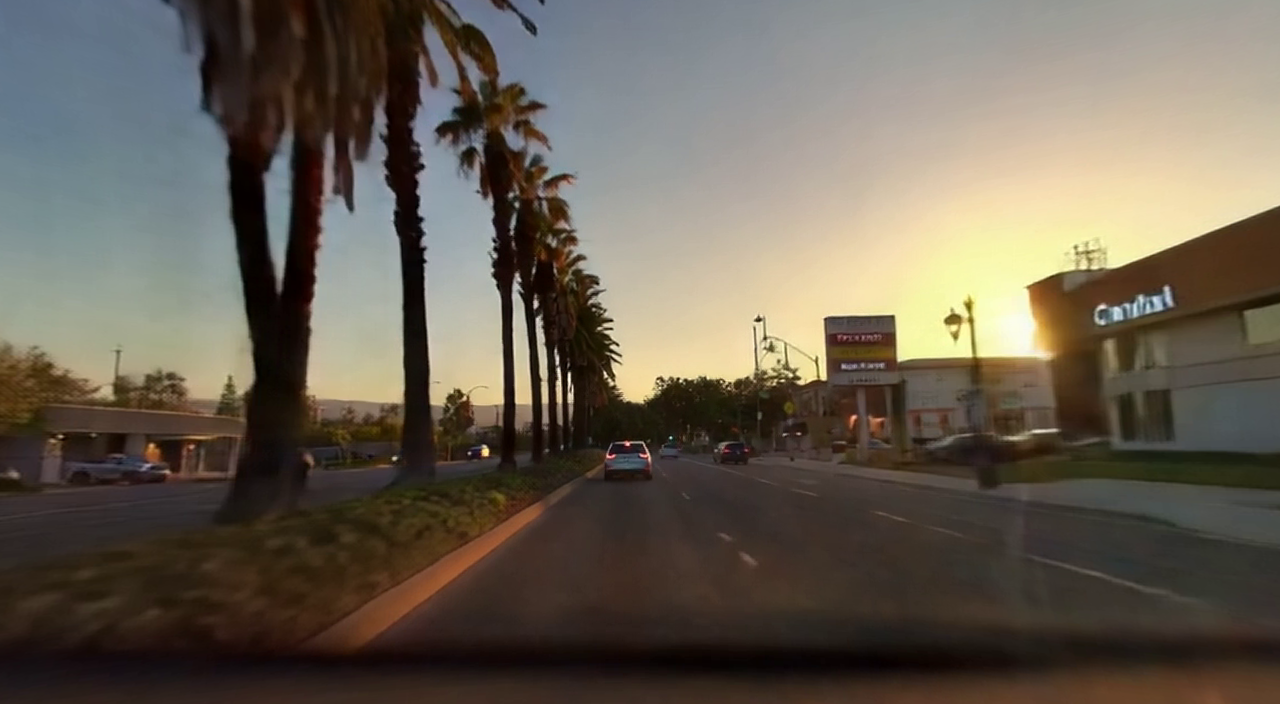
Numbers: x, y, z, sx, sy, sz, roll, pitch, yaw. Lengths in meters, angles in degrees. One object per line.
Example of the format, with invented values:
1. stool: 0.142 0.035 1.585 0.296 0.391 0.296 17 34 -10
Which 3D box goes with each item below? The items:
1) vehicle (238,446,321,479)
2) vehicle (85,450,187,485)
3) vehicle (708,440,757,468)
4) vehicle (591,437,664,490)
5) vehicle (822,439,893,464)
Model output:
1. vehicle: -19.302 5.918 34.050 2.021 1.666 4.247 0 -9 -1
2. vehicle: -27.047 6.170 34.151 1.934 1.736 4.341 0 -9 -1
3. vehicle: 5.744 6.383 39.727 2.244 1.618 4.585 0 -9 -2
4. vehicle: -0.367 3.529 20.293 2.106 1.496 3.964 0 -9 0
5. vehicle: 15.752 7.199 45.890 4.358 1.732 2.129 0 -9 -3
